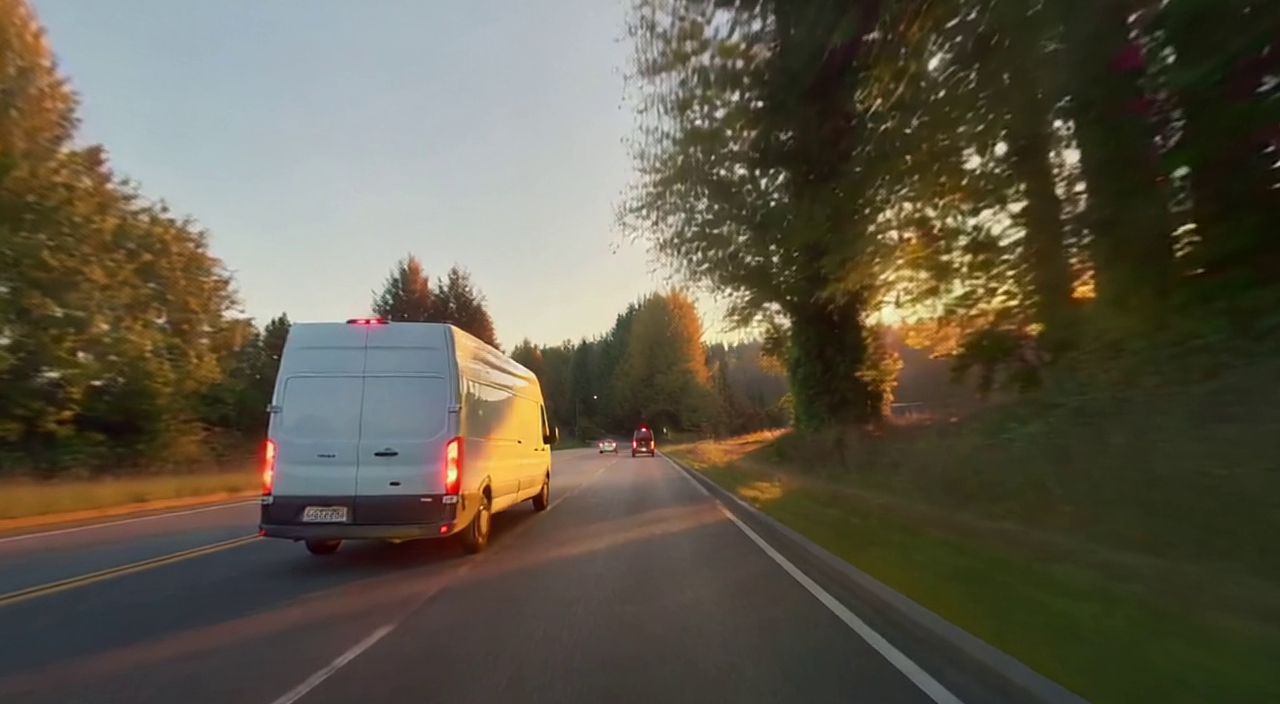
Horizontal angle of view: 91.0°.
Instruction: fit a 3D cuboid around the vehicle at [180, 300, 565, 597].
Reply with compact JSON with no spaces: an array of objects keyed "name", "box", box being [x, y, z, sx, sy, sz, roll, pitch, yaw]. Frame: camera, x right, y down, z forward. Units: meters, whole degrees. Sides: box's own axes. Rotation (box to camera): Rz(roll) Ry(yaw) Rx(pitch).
[{"name":"vehicle","box":[-2.712,1.256,8.643,2.497,2.628,6.016,0,-8,1]}]
